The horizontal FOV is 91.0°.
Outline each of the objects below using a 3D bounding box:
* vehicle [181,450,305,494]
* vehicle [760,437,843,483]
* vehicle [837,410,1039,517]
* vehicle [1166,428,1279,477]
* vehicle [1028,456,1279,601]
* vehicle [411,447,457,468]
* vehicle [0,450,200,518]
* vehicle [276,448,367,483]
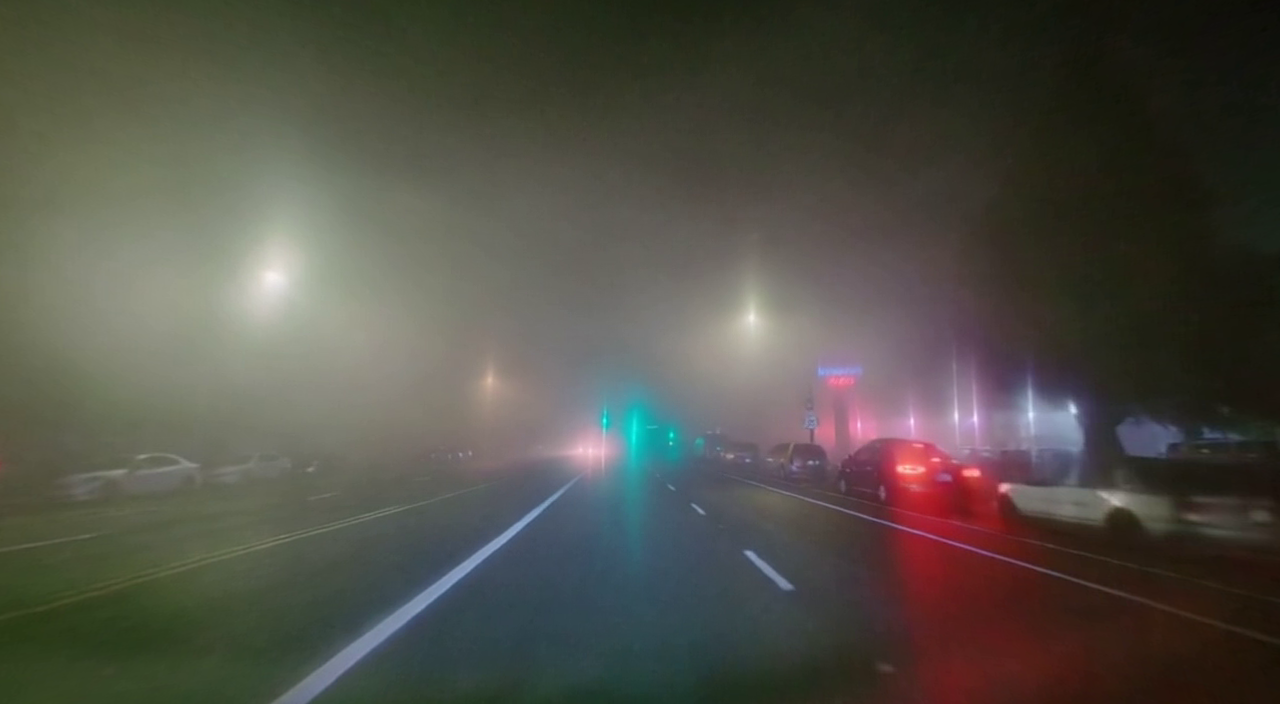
[{"bbox_3d":[-15.097,4.541,24.263,1.880,1.488,4.483,0,-9,-1],"label":"vehicle"},{"bbox_3d":[7.117,4.827,28.461,2.092,1.887,5.632,0,-9,-2],"label":"vehicle"},{"bbox_3d":[7.442,2.919,16.708,2.327,2.296,5.692,1,-9,-3],"label":"vehicle"},{"bbox_3d":[26.904,4.372,27.472,2.195,2.015,5.433,6,-10,-34],"label":"vehicle"},{"bbox_3d":[7.759,2.203,8.419,1.992,1.499,4.715,3,-9,-3],"label":"vehicle"},{"bbox_3d":[-15.520,7.960,47.612,2.036,1.478,4.615,0,-9,-1],"label":"vehicle"},{"bbox_3d":[-14.901,3.554,17.547,1.836,1.448,4.941,0,-7,-2],"label":"vehicle"},{"bbox_3d":[-15.064,5.374,30.087,1.897,1.517,4.802,0,-9,-1],"label":"vehicle"}]
